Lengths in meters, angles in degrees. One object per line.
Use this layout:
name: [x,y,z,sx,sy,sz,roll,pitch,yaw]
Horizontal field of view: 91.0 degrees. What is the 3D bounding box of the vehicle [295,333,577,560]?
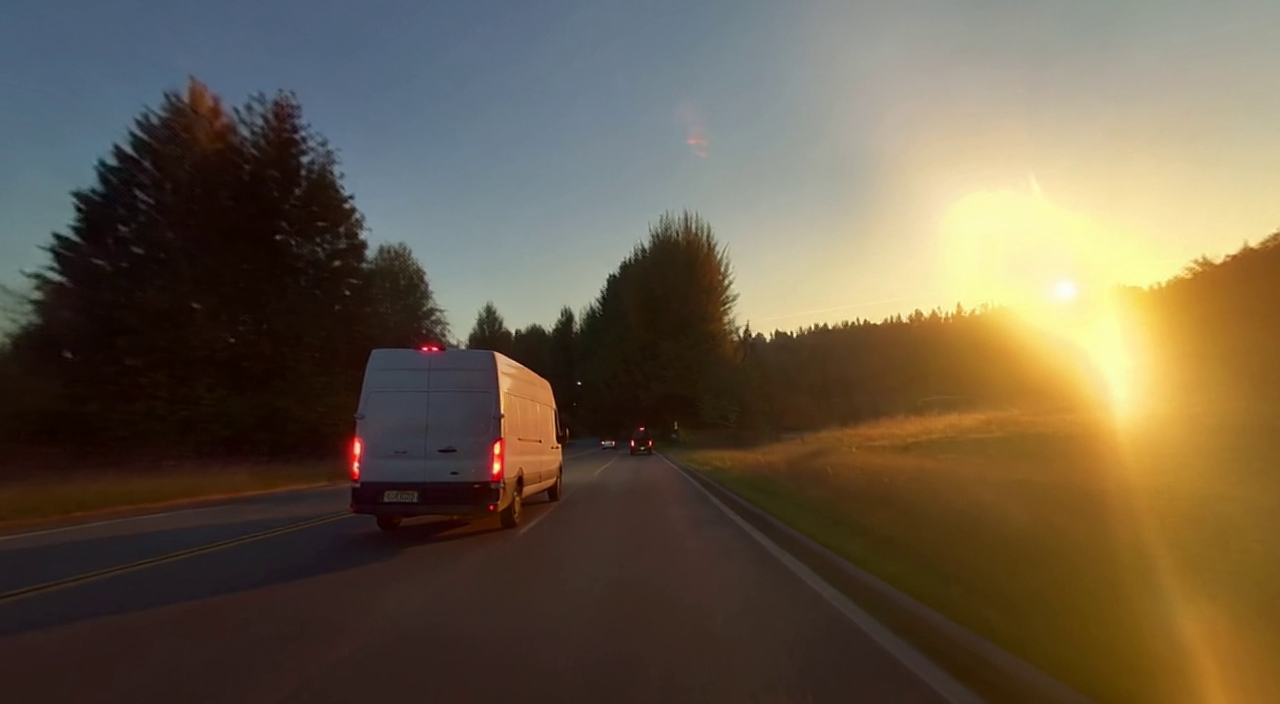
vehicle: [-2.661,1.502,10.365,2.497,2.628,6.016,0,-8,1]
